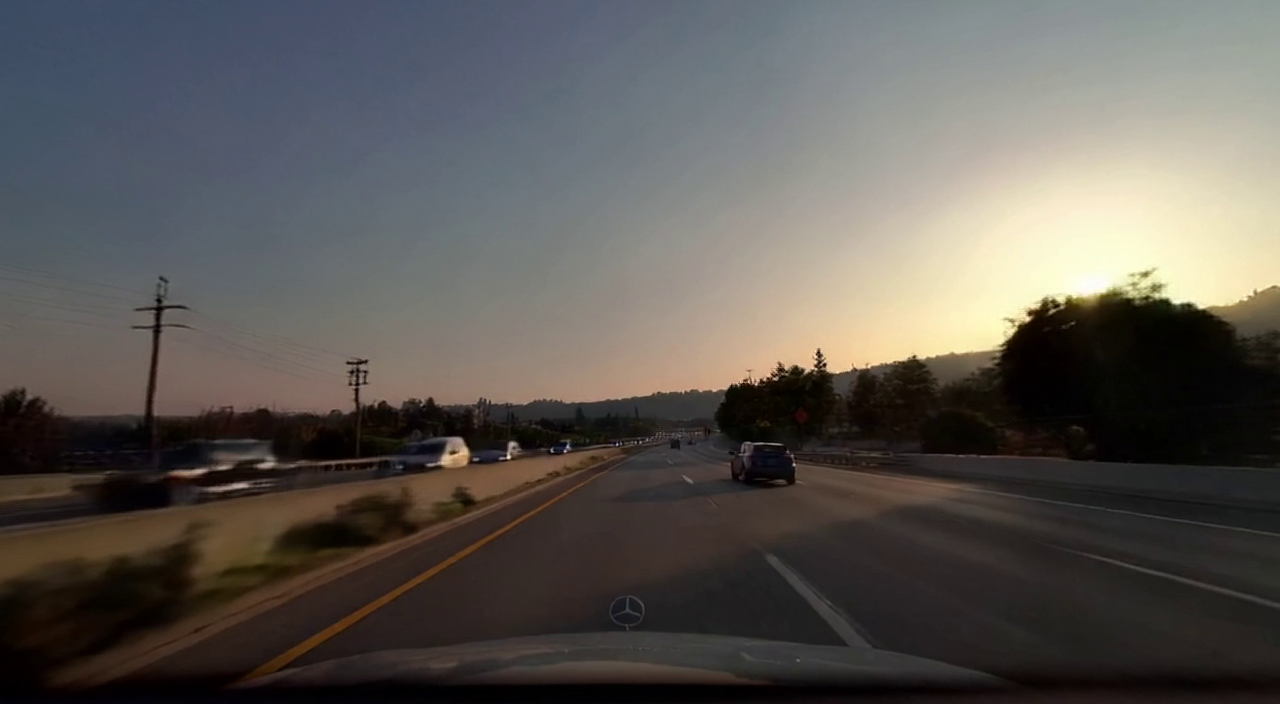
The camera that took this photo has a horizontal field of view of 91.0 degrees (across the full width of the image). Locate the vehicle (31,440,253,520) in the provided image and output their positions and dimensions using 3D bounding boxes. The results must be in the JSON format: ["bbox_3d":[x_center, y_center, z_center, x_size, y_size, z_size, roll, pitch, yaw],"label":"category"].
[{"bbox_3d":[-12.788,3.248,16.674,2.052,1.784,4.583,0,-8,1],"label":"vehicle"}]

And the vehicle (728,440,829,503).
[{"bbox_3d":[3.415,2.988,16.227,1.683,1.400,3.868,0,-8,-1],"label":"vehicle"}]

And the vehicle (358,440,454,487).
[{"bbox_3d":[-9.117,4.351,24.964,2.060,1.654,4.362,0,-8,1],"label":"vehicle"}]
